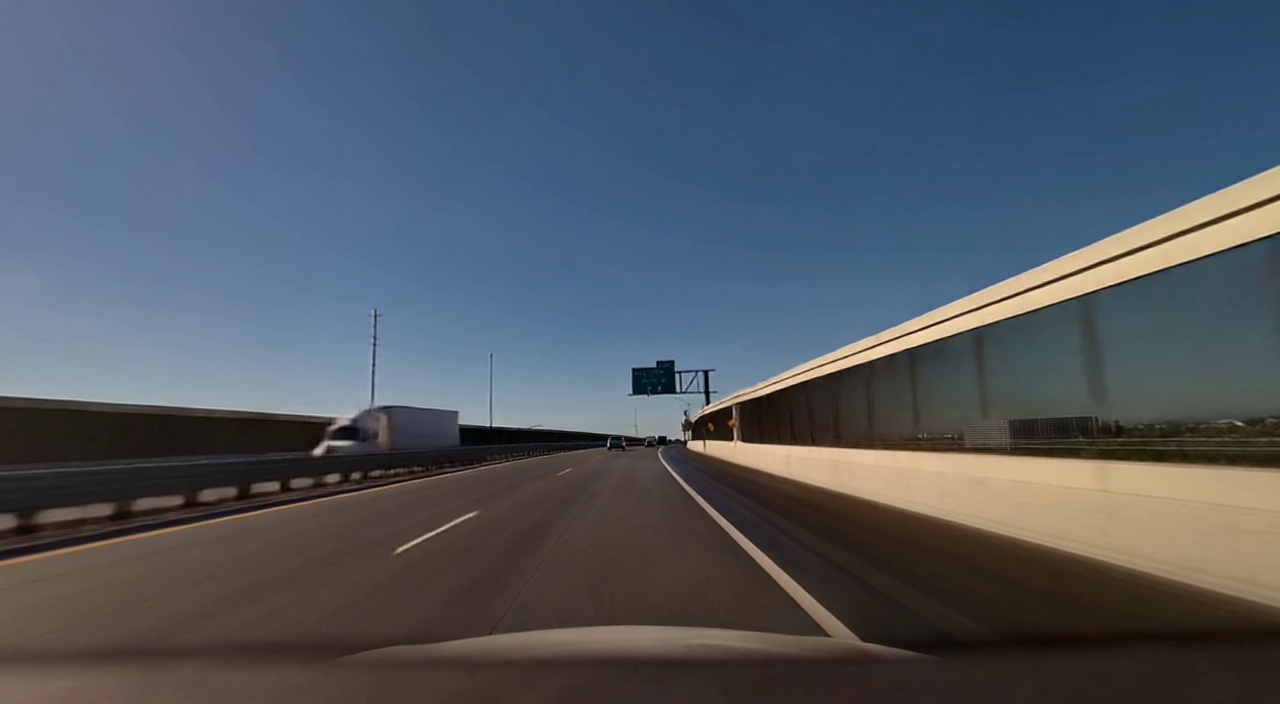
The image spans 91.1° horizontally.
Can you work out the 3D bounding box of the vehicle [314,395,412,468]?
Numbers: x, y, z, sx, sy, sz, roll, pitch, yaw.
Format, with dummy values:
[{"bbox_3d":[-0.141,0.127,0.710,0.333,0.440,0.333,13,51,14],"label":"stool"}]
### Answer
[{"bbox_3d":[-17.414,5.088,40.070,3.017,4.196,6.536,0,-8,1],"label":"vehicle"}]
